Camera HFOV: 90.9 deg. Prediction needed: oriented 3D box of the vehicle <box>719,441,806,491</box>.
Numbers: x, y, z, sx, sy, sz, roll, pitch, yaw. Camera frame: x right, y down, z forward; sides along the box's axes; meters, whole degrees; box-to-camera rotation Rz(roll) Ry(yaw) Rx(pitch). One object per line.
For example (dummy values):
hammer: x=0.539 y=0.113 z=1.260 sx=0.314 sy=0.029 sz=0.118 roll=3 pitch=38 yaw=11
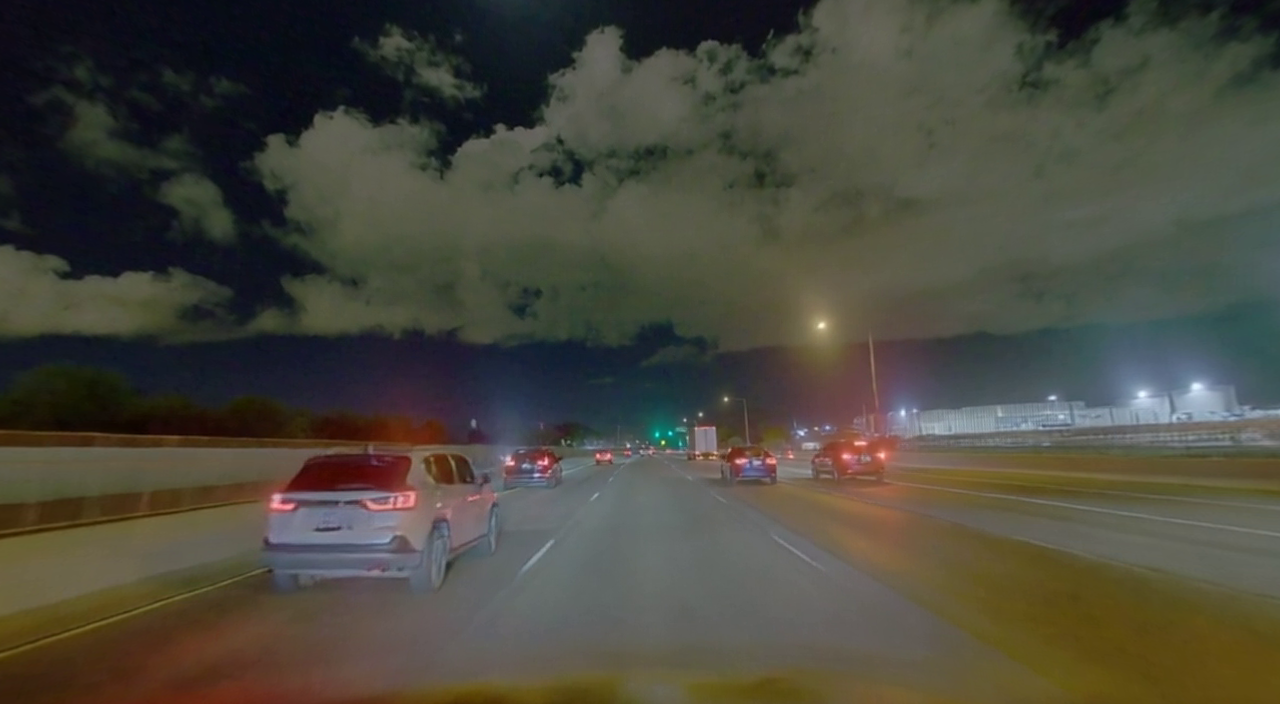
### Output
vehicle: x=3.892 y=3.677 z=20.828 sx=1.942 sy=1.453 sz=4.329 roll=0 pitch=-8 yaw=-1

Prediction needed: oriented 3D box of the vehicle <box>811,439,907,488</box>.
vehicle: x=7.451 y=3.801 z=21.868 sx=1.860 sy=1.520 sz=3.961 roll=0 pitch=-8 yaw=-1

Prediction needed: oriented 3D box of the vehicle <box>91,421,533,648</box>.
vehicle: x=-2.717 y=1.618 z=6.888 sx=2.067 sy=1.555 sz=4.851 roll=-1 pitch=-8 yaw=2
